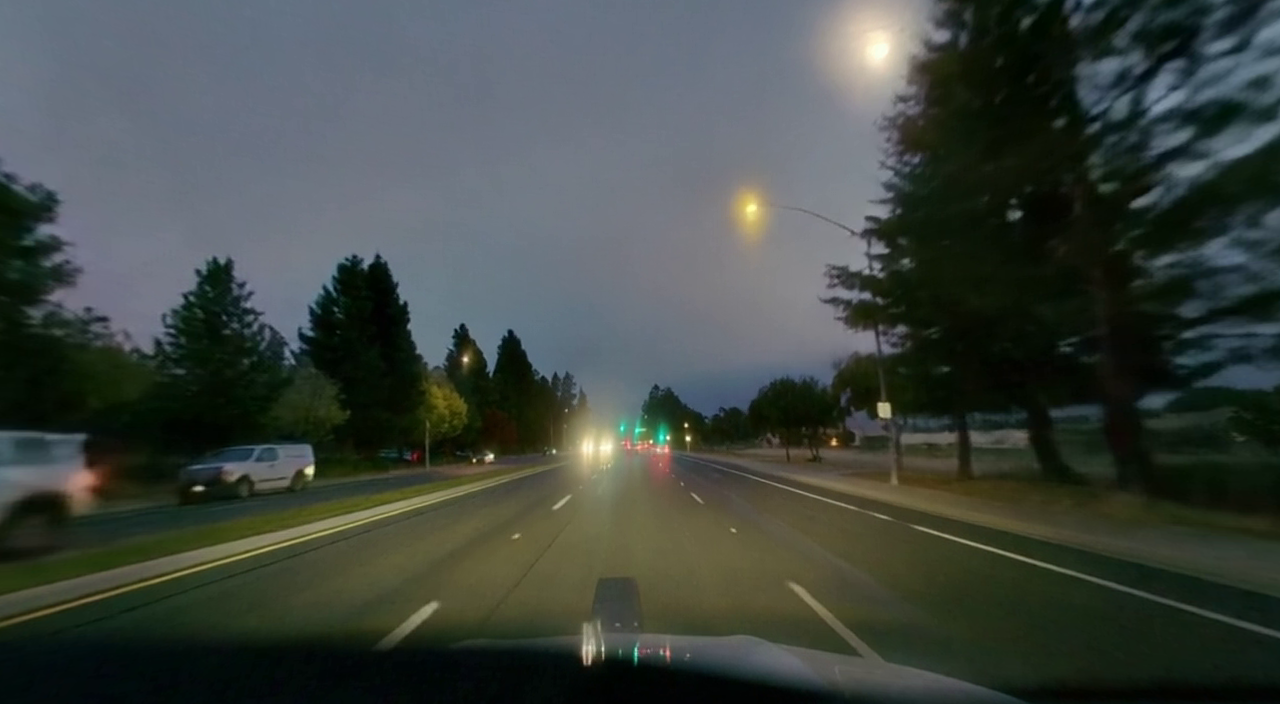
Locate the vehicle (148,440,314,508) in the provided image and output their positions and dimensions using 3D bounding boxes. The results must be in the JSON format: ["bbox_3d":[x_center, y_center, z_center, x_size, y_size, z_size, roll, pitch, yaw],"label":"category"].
[{"bbox_3d":[-14.369,4.235,22.780,2.251,1.972,5.672,-3,-8,0],"label":"vehicle"}]

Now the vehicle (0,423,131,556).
[{"bbox_3d":[-9.872,1.889,8.311,2.110,1.811,5.190,-3,-9,-1],"label":"vehicle"}]
